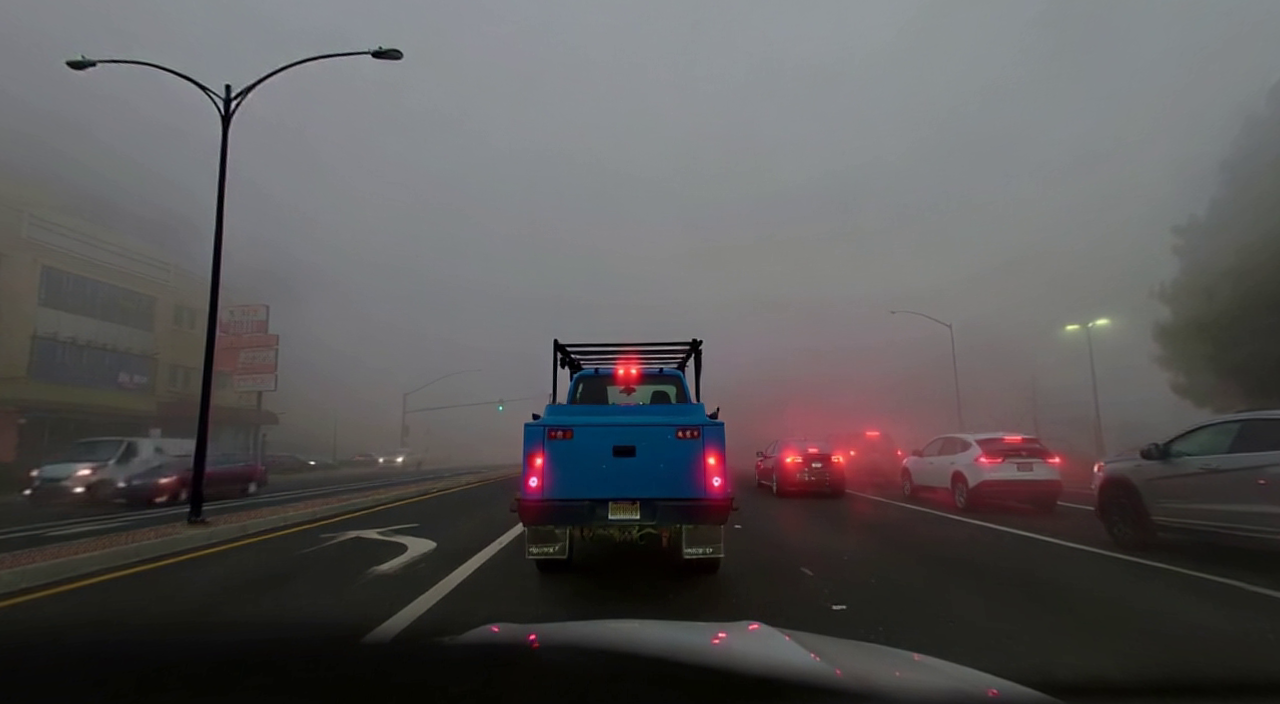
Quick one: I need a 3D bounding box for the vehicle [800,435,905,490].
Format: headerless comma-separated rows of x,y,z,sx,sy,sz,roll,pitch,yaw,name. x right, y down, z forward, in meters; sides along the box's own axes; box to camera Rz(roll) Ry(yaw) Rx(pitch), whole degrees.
7.075,3.731,21.596,1.953,1.665,4.327,0,-9,-2,vehicle

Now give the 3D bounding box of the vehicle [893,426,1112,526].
7.069,2.439,12.974,1.931,1.692,4.267,0,-9,0,vehicle

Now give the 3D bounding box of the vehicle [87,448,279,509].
-12.461,3.442,17.706,1.983,1.449,4.501,0,-9,0,vehicle

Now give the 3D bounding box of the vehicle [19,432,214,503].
-19.080,4.214,23.531,2.700,2.296,5.270,0,-9,-1,vehicle

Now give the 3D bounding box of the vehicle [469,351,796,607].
-0.113,1.460,8.151,2.682,2.117,5.706,0,-9,-1,vehicle

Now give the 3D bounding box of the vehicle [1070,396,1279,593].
6.822,1.358,6.167,2.023,1.771,4.488,0,-9,0,vehicle
